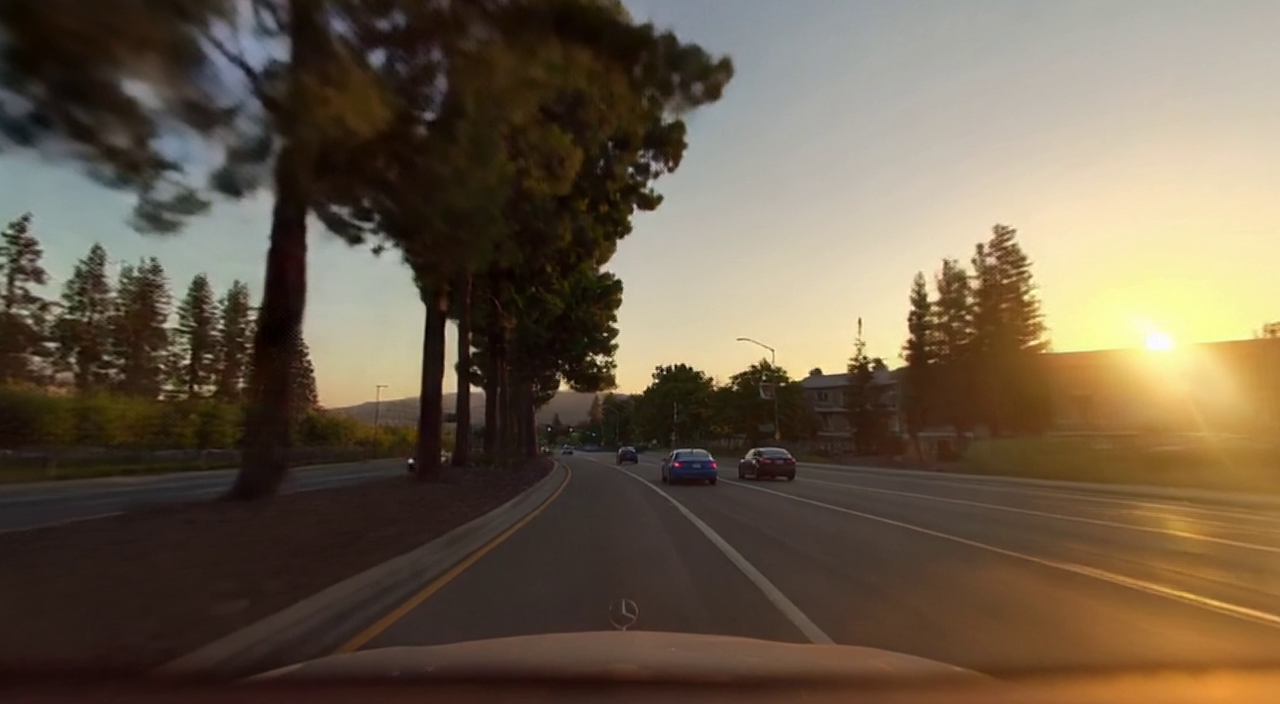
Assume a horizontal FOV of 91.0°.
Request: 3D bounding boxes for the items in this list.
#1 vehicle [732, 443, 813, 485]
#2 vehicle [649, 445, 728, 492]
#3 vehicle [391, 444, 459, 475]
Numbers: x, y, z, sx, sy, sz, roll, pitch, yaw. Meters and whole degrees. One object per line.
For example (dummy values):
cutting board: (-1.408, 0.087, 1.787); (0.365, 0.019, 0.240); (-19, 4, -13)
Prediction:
vehicle: (5.089, 4.359, 24.786); (1.901, 1.474, 4.363); (1, -9, -5)
vehicle: (1.583, 3.988, 21.983); (2.077, 1.464, 4.134); (1, -9, -5)
vehicle: (-11.041, 5.544, 32.754); (2.149, 1.477, 4.783); (1, -9, -4)
